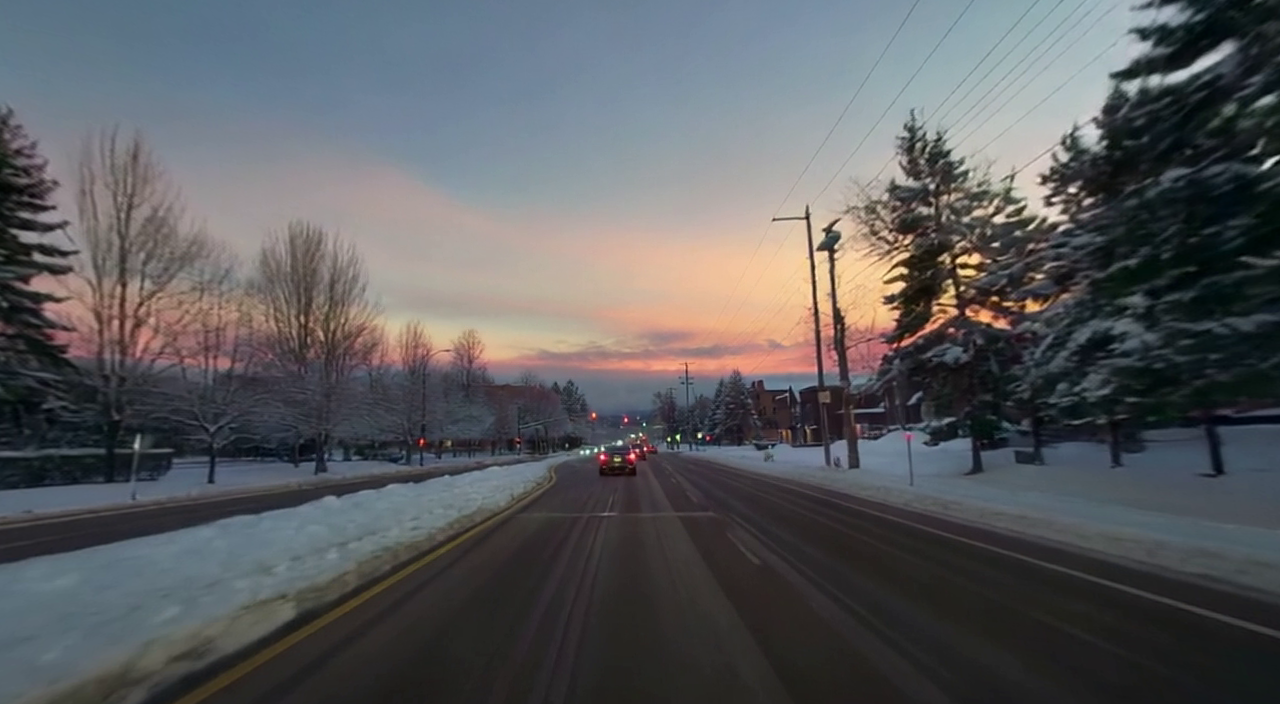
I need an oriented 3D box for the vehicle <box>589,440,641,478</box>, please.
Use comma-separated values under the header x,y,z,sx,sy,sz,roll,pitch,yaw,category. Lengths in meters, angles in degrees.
x,y,z,sx,sy,sz,roll,pitch,yaw,category
-1.051,4.606,27.391,2.075,1.470,3.962,0,-9,-1,vehicle
